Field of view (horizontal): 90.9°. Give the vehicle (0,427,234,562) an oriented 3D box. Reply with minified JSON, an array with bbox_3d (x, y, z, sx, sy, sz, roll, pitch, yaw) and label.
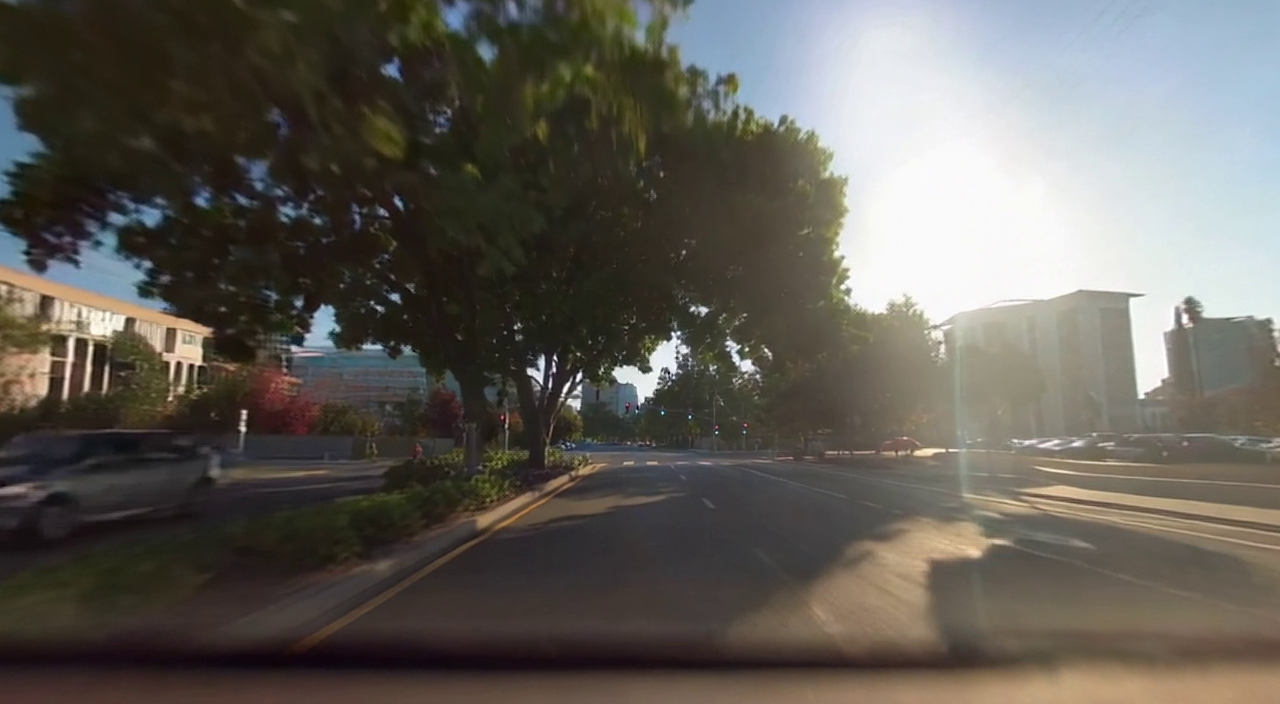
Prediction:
[{"bbox_3d":[-8.290,1.917,9.155,1.936,1.525,4.214,0,-8,0],"label":"vehicle"}]
